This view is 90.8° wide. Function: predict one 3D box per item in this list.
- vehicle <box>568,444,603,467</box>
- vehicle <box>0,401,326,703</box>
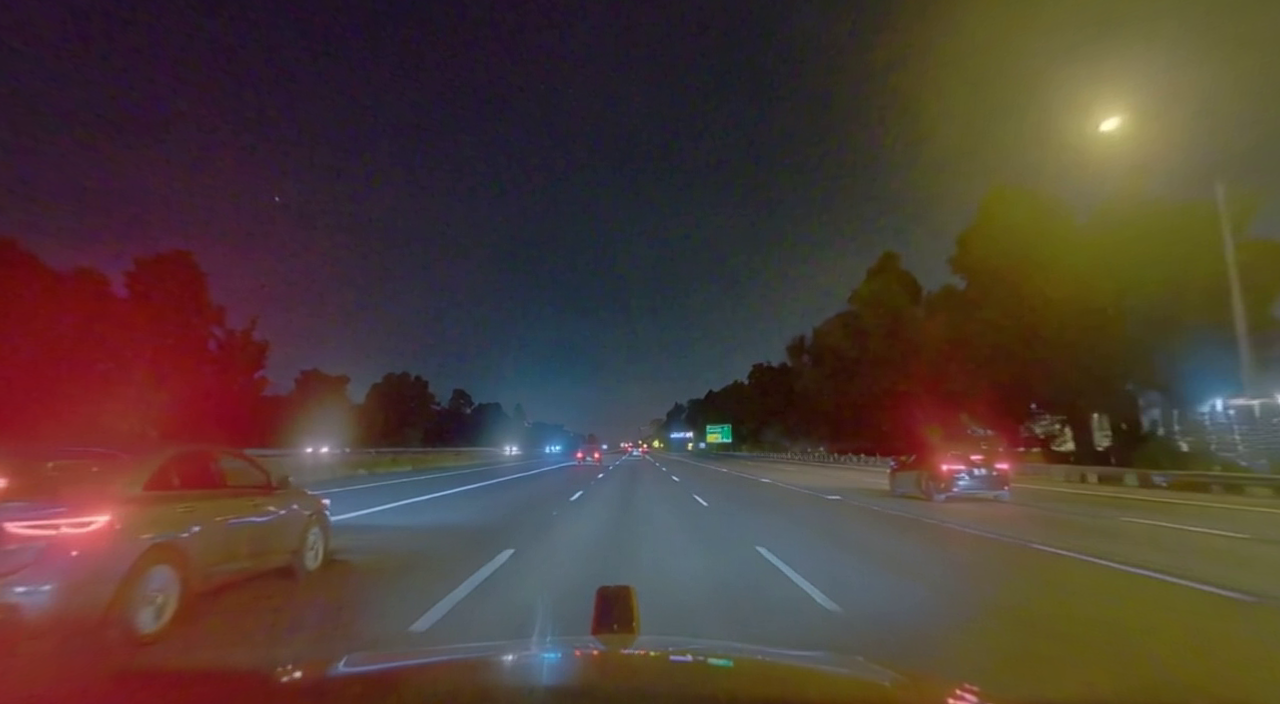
[{"bbox_3d":[-3.895,7.475,45.850,2.140,1.574,4.946,0,-8,-1],"label":"vehicle"},{"bbox_3d":[-4.017,1.071,3.390,2.187,1.527,4.849,0,-8,0],"label":"vehicle"}]
